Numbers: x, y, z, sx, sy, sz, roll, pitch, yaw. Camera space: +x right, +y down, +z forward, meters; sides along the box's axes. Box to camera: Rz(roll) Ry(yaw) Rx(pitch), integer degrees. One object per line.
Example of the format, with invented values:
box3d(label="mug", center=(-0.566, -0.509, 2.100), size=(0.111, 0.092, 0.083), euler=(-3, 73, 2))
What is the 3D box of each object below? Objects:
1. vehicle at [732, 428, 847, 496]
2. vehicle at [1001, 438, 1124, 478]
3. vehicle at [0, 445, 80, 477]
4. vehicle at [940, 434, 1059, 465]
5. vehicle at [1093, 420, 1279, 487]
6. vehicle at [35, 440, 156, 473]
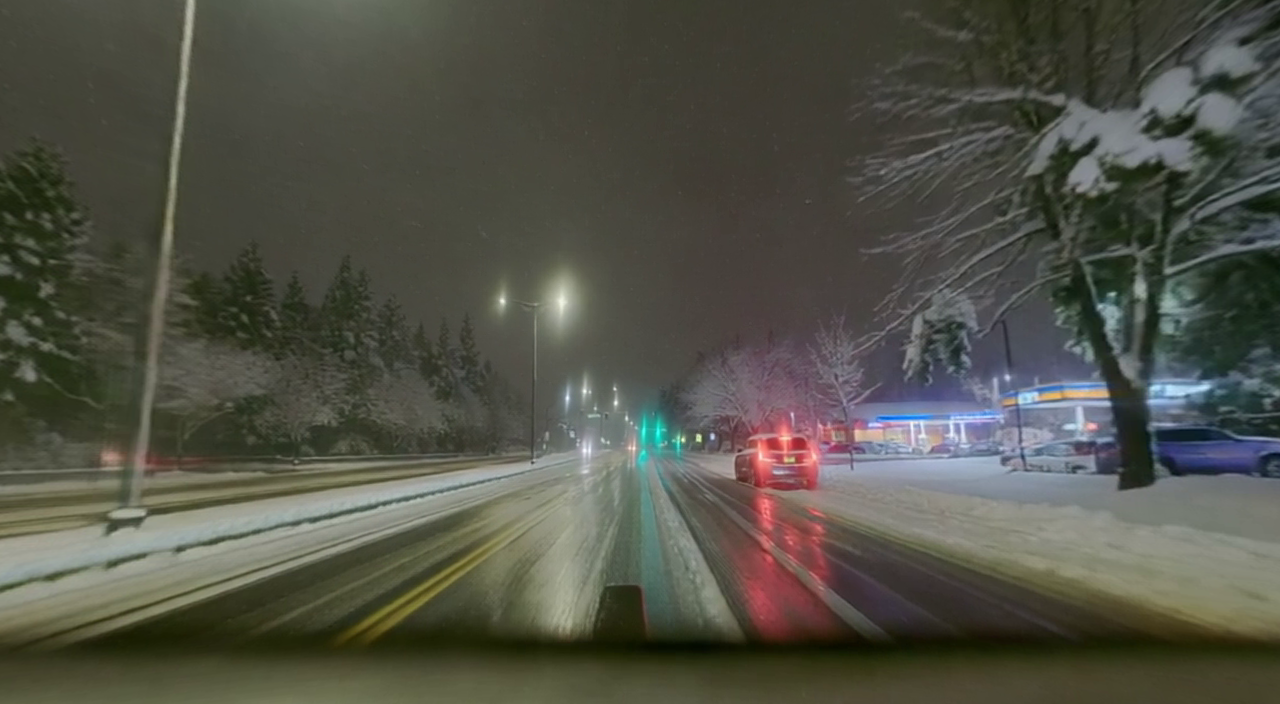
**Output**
box3d(label="vehicle", center=(4.531, 3.427, 20.119), size=(2.245, 1.864, 5.076), euler=(0, -8, -2))
box3d(label="vehicle", center=(15.960, 3.979, 23.988), size=(3.383, 1.393, 1.730), euler=(0, -8, 3))
box3d(label="vehicle", center=(-33.086, 5.670, 33.062), size=(5.406, 1.627, 2.177), euler=(0, -8, -1))
box3d(label="vehicle", center=(23.461, 6.388, 41.441), size=(6.404, 1.894, 2.275), euler=(0, -8, 0))
box3d(label="vehicle", center=(16.680, 2.897, 18.177), size=(5.536, 1.705, 2.122), euler=(-1, -9, 1))
box3d(label="vehicle", center=(-33.060, 6.347, 38.505), size=(5.259, 1.760, 2.094), euler=(-2, -9, -3))
